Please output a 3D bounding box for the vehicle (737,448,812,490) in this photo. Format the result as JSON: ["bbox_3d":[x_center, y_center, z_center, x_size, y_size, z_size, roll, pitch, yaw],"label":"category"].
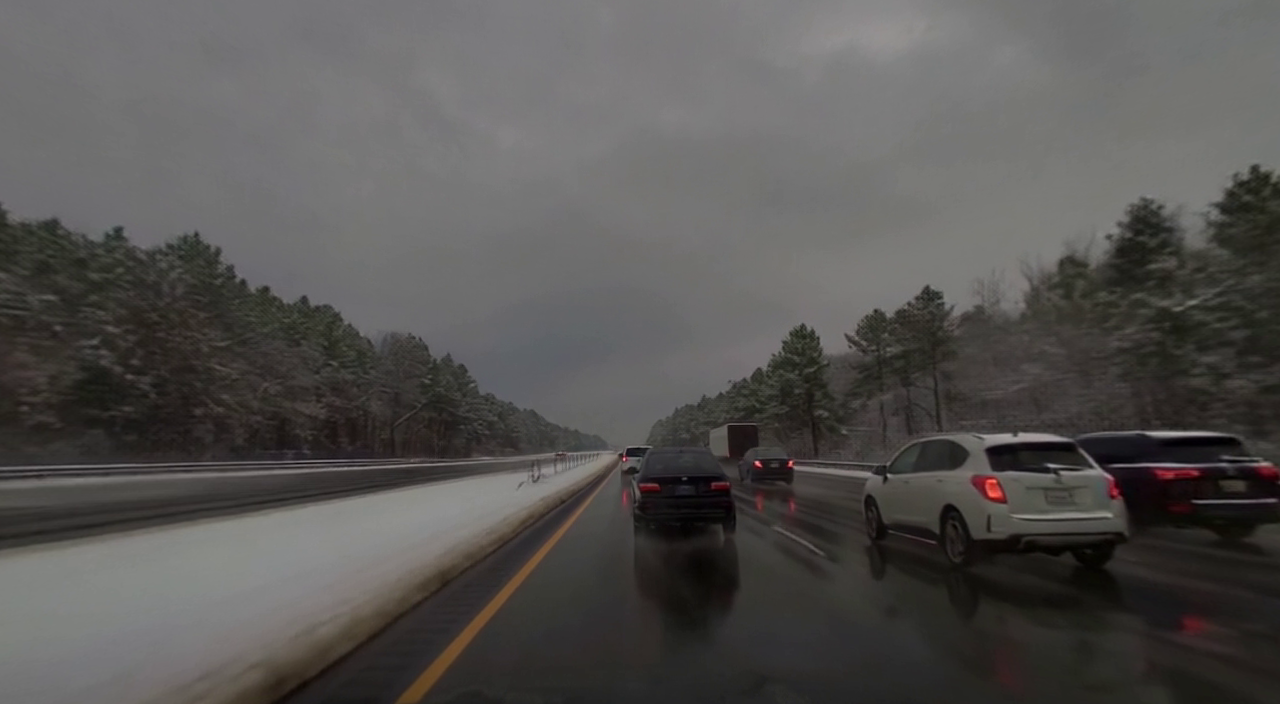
[{"bbox_3d":[5.187,4.546,24.830,1.908,1.500,4.157,0,-9,-2],"label":"vehicle"}]

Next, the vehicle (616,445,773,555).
[{"bbox_3d":[0.690,2.261,10.295,2.094,1.426,3.725,0,-9,-1],"label":"vehicle"}]

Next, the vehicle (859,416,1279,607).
[{"bbox_3d":[4.615,1.767,7.931,1.998,1.657,4.604,0,-9,-1],"label":"vehicle"}]
